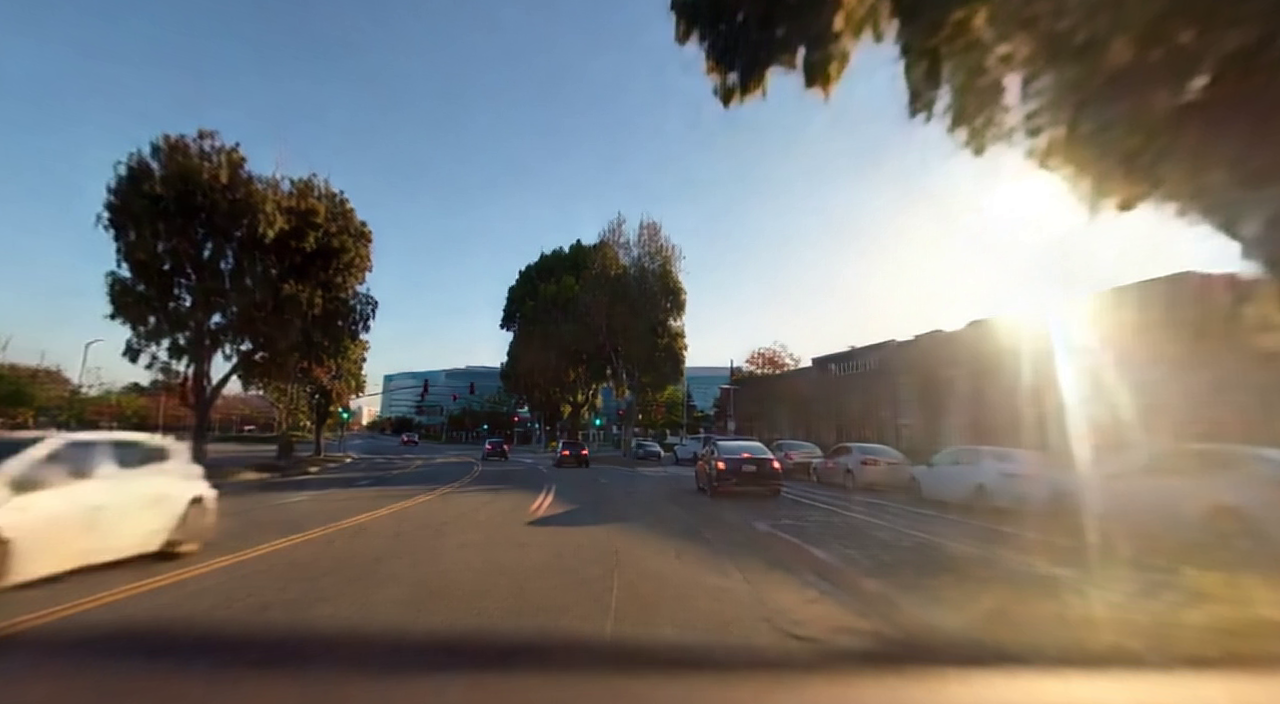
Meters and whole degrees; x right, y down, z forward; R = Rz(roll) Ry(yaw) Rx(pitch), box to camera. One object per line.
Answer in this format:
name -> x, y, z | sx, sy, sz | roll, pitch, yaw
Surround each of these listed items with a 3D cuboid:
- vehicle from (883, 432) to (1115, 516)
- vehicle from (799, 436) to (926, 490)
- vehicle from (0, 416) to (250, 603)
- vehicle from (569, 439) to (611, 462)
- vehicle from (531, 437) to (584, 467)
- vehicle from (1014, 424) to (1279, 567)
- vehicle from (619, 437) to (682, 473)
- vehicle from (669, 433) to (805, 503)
vehicle -> 7.287, 2.515, 13.566 | 1.882, 1.469, 4.766 | 1, -8, -5
vehicle -> 6.633, 3.360, 19.423 | 1.820, 1.450, 4.408 | 1, -8, -8
vehicle -> -6.446, 1.467, 6.383 | 2.325, 1.509, 4.340 | 1, -8, -3
vehicle -> -3.519, 6.739, 43.359 | 1.957, 1.463, 4.701 | 2, -9, -15
vehicle -> -4.713, 5.601, 35.365 | 2.308, 1.535, 4.811 | 2, -9, -15
vehicle -> 7.546, 1.802, 8.601 | 1.890, 1.488, 4.567 | 1, -8, -3
vehicle -> 0.375, 4.647, 28.602 | 1.984, 1.476, 4.488 | 2, -9, -11
vehicle -> 2.179, 2.810, 15.711 | 2.280, 1.472, 4.426 | 1, -8, -6
